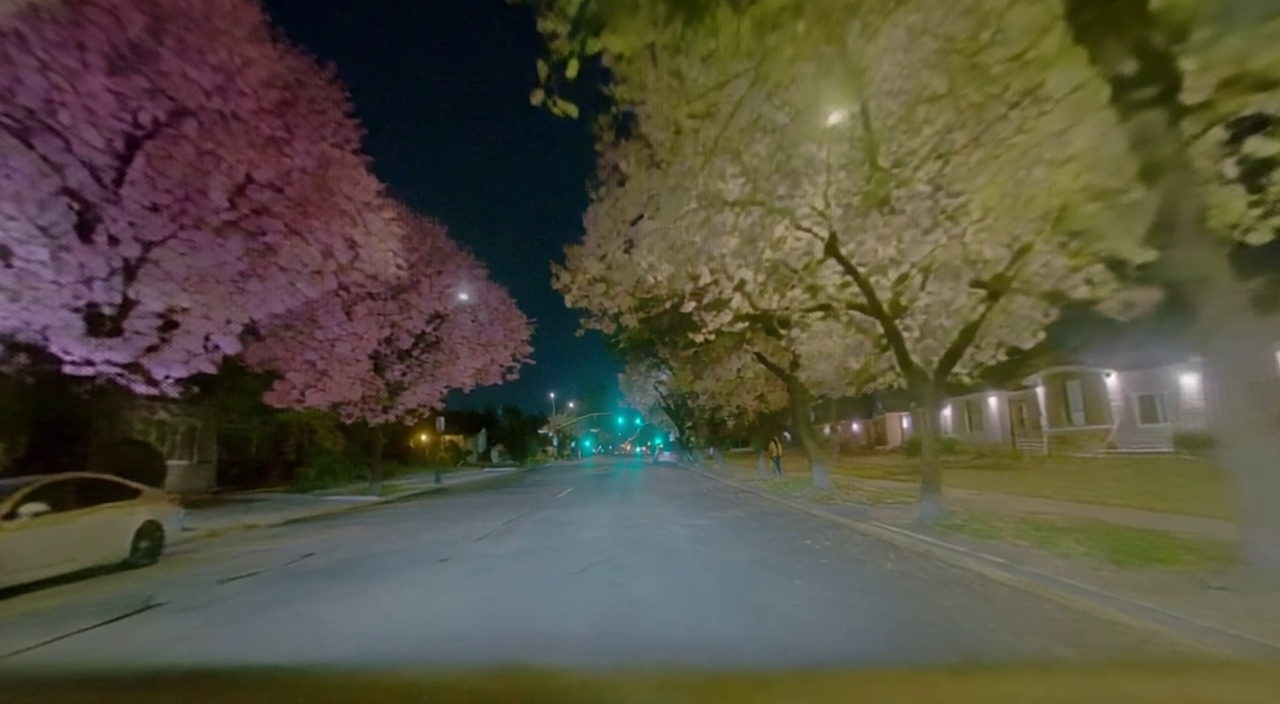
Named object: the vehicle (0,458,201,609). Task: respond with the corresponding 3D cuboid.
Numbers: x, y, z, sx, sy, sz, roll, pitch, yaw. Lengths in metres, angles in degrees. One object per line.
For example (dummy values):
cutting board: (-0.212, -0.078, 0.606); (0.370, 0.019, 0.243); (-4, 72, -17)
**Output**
vehicle: (-6.966, 1.908, 6.808); (1.766, 1.320, 3.947); (-2, -8, -2)
